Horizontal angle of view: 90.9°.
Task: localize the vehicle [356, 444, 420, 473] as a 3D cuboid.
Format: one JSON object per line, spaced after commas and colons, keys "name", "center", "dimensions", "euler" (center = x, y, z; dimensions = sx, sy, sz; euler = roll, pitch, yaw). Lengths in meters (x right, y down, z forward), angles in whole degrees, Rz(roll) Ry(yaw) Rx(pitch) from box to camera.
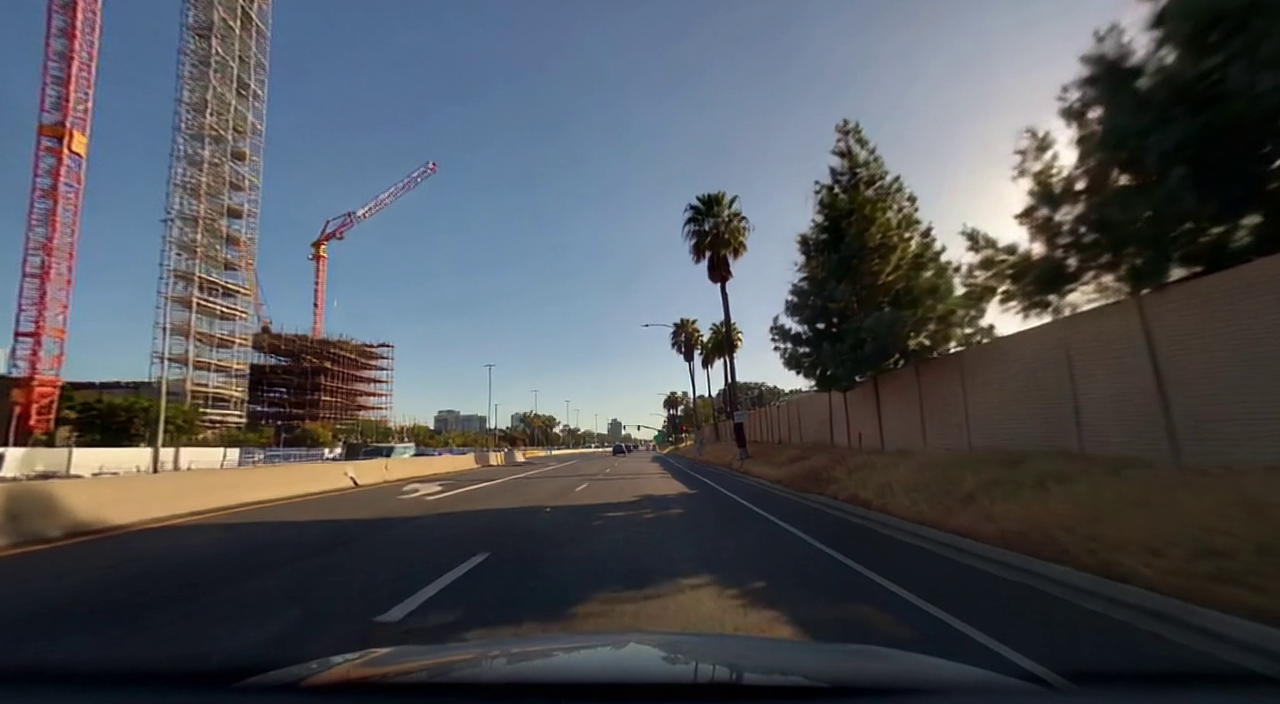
{"name": "vehicle", "center": [-15.853, 6.730, 39.918], "dimensions": [2.117, 1.706, 4.847], "euler": [0, -9, -1]}
